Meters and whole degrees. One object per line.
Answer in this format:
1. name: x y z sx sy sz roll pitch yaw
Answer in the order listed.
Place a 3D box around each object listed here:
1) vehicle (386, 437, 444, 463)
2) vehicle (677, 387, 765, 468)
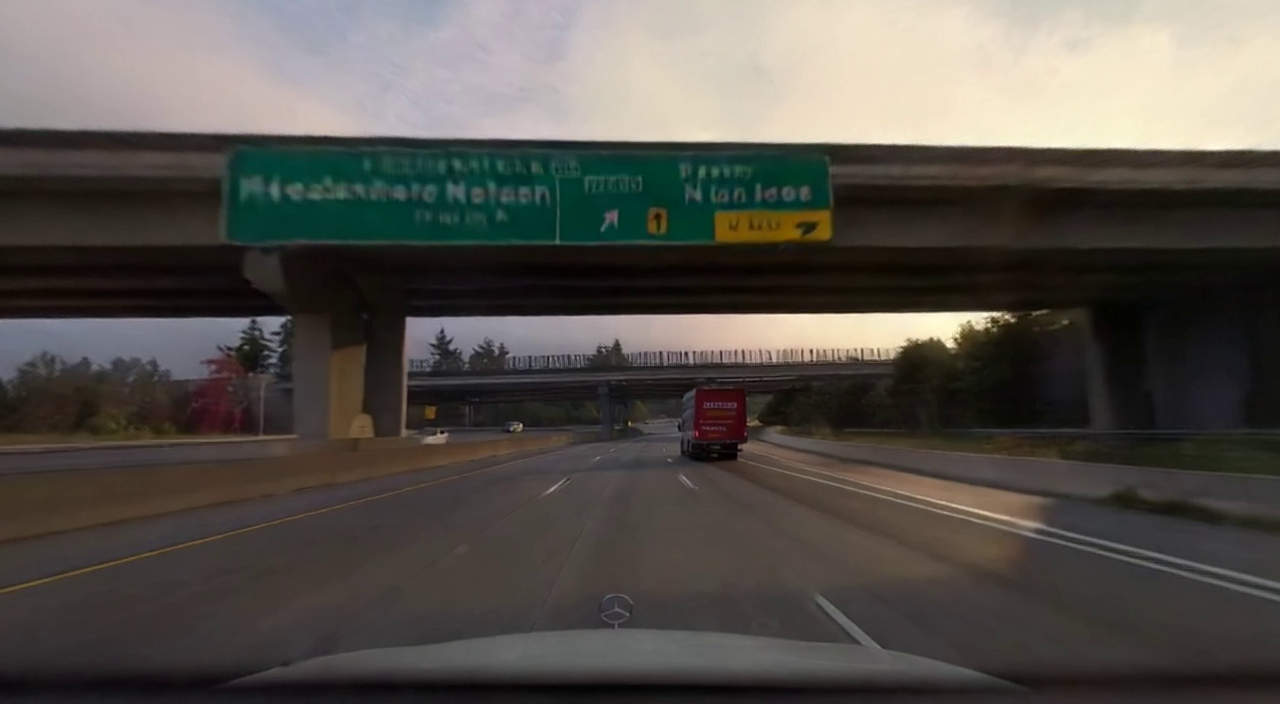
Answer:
1. vehicle: -13.871 6.028 39.158 1.894 1.483 4.573 0 -8 0
2. vehicle: 3.738 3.895 32.065 2.849 3.391 11.018 0 -8 -1
